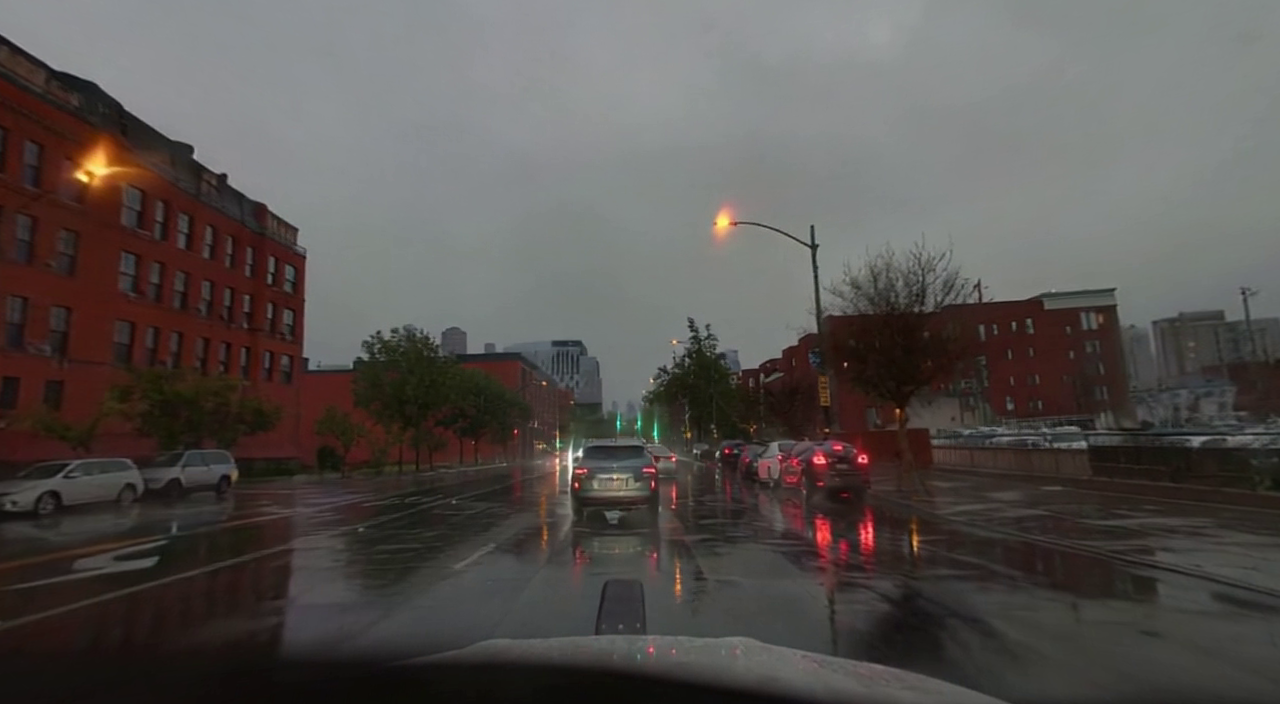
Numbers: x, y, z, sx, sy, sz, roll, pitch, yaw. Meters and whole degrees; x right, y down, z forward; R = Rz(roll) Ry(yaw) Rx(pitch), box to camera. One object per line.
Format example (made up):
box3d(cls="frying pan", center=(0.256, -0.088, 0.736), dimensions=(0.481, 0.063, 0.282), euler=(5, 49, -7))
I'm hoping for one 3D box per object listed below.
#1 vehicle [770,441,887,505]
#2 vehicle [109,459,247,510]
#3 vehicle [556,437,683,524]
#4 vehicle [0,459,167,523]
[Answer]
box3d(cls="vehicle", center=(4.935, 3.206, 17.134), dimensions=(1.832, 1.491, 4.054), euler=(1, -9, -1))
box3d(cls="vehicle", center=(-17.950, 5.143, 24.820), dimensions=(2.011, 1.727, 4.449), euler=(1, -9, 0))
box3d(cls="vehicle", center=(-0.362, 2.584, 13.217), dimensions=(2.230, 1.518, 4.113), euler=(0, -9, 0))
box3d(cls="vehicle", center=(-17.592, 4.244, 19.734), dimensions=(1.909, 1.658, 4.559), euler=(0, -9, 1))
